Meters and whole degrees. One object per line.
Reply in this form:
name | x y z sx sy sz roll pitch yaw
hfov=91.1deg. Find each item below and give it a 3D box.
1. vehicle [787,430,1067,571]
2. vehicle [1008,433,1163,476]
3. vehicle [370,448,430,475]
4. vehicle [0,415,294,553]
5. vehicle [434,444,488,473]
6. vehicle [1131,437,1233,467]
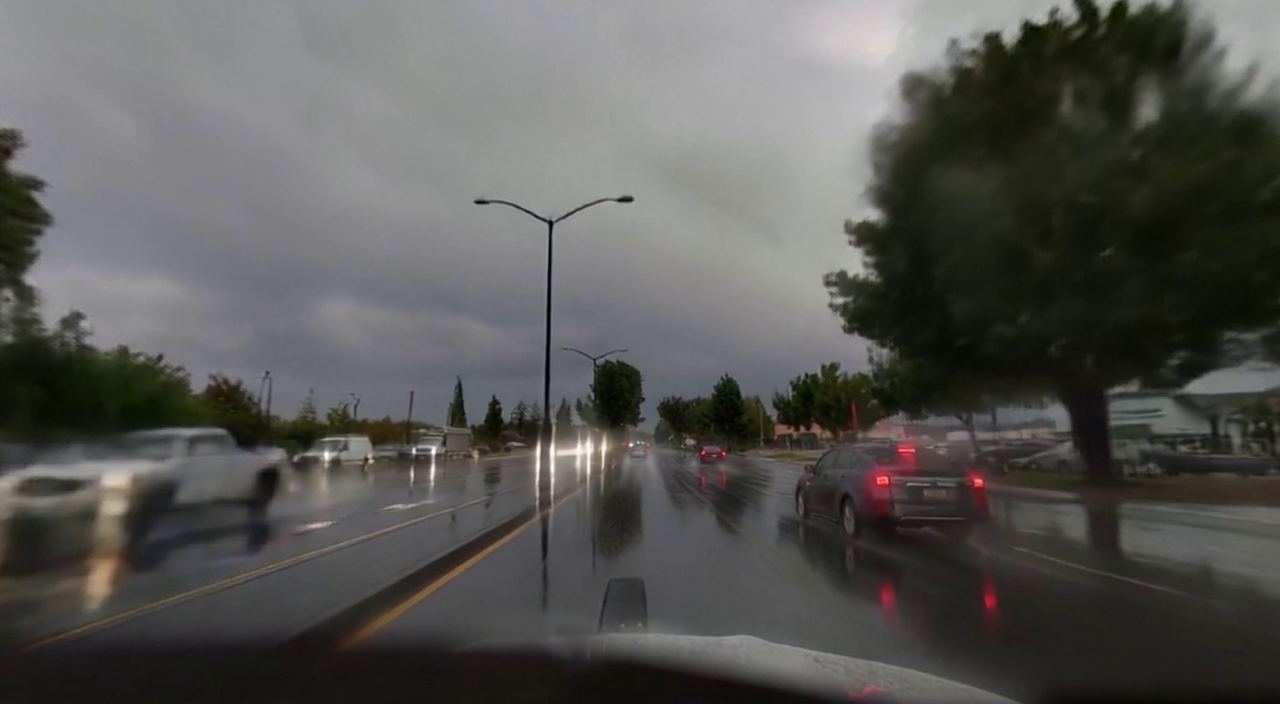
vehicle | 3.605 1.930 8.998 1.935 1.501 4.384 0 -8 0
vehicle | 17.543 4.042 24.907 4.537 1.629 2.094 0 -9 -1
vehicle | -15.134 6.922 39.925 1.936 1.612 4.585 0 -8 1
vehicle | -8.553 2.149 10.989 2.156 1.838 4.945 0 -9 0
vehicle | -11.774 7.010 41.615 2.145 1.807 4.486 0 -9 1
vehicle | 32.186 5.931 37.347 4.394 1.681 2.009 1 -8 -5
